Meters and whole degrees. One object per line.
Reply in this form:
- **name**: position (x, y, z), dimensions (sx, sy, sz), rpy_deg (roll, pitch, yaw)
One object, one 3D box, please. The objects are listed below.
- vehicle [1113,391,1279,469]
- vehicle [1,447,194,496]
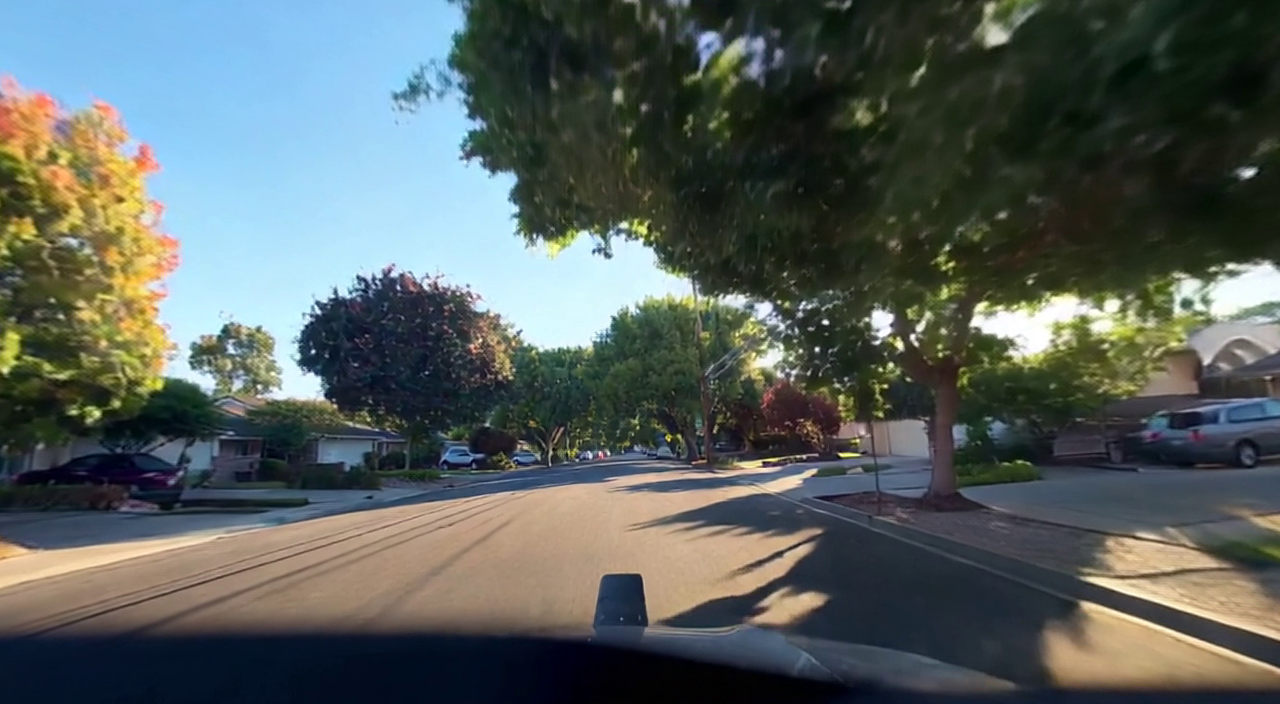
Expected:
- **vehicle**: position (14.628, 1.929, 15.446), dimensions (4.672, 1.732, 2.020), rpy_deg (1, -9, -7)
- **vehicle**: position (-17.591, 3.833, 20.677), dimensions (4.519, 1.426, 1.903), rpy_deg (8, -12, -43)
